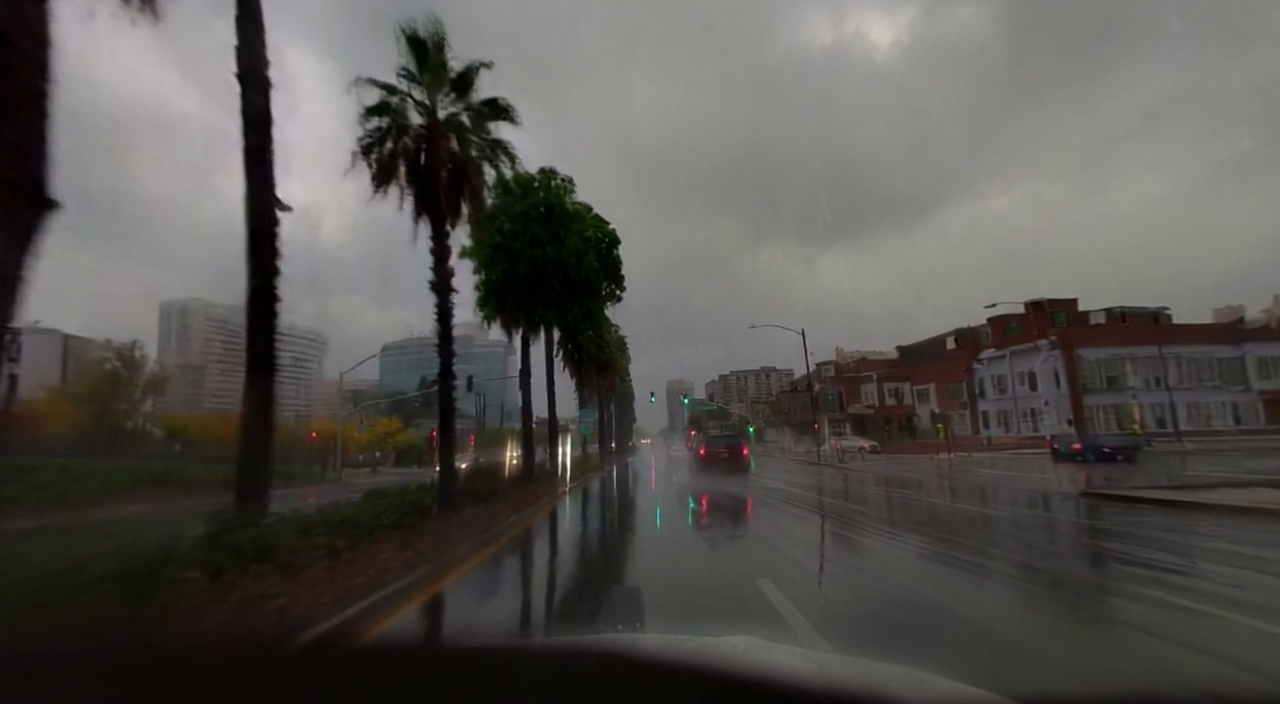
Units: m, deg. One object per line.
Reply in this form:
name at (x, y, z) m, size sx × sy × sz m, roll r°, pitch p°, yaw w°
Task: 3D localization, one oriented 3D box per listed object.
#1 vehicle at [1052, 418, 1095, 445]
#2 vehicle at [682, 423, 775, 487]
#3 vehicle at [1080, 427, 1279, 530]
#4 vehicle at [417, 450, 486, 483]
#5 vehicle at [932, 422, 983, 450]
vehicle at (31.060, 5.771, 45.401) m, size 2.266 × 1.854 × 4.776 m, roll -5°, pitch -10°, yaw 32°
vehicle at (3.010, 3.721, 23.092) m, size 2.559 × 2.017 × 5.562 m, roll 0°, pitch -9°, yaw 0°
vehicle at (10.196, 2.050, 10.584) m, size 1.989 × 1.472 × 5.054 m, roll 0°, pitch -9°, yaw 0°
vehicle at (-9.110, 5.553, 30.934) m, size 1.975 × 1.471 × 4.604 m, roll 0°, pitch -9°, yaw 0°
vehicle at (19.406, 5.176, 38.514) m, size 2.100 × 1.626 × 4.450 m, roll -6°, pitch -10°, yaw 33°
